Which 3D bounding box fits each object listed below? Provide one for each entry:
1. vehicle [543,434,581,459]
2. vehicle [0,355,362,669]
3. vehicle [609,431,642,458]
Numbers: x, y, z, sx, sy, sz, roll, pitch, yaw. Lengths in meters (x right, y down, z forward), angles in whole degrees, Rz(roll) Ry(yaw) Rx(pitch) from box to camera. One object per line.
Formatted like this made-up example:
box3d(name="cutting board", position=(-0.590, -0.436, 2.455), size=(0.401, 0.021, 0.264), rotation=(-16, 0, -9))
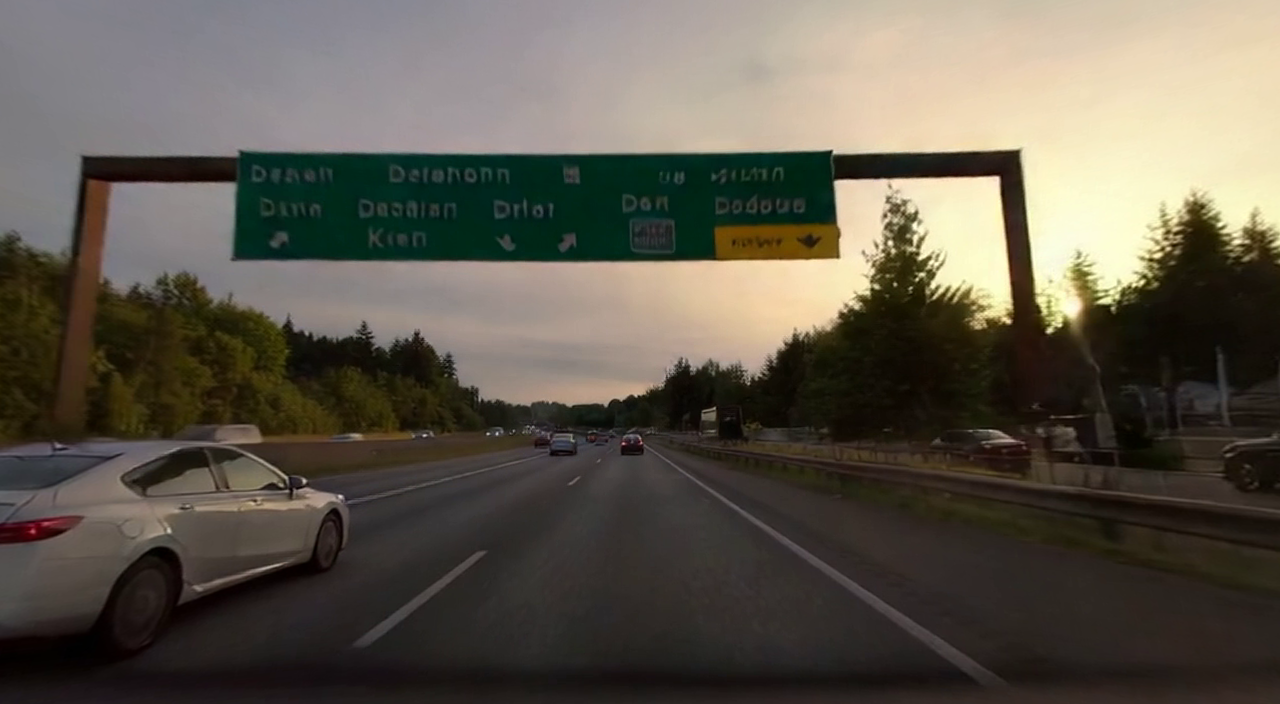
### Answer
box3d(name="vehicle", position=(-4.730, 5.779, 38.701), size=(1.909, 1.445, 4.087), rotation=(0, -8, -1))
box3d(name="vehicle", position=(-4.561, 1.213, 5.883), size=(1.971, 1.822, 4.366), rotation=(0, -8, -1))
box3d(name="vehicle", position=(-0.884, 5.842, 39.827), size=(2.002, 1.611, 3.778), rotation=(0, -8, 0))
